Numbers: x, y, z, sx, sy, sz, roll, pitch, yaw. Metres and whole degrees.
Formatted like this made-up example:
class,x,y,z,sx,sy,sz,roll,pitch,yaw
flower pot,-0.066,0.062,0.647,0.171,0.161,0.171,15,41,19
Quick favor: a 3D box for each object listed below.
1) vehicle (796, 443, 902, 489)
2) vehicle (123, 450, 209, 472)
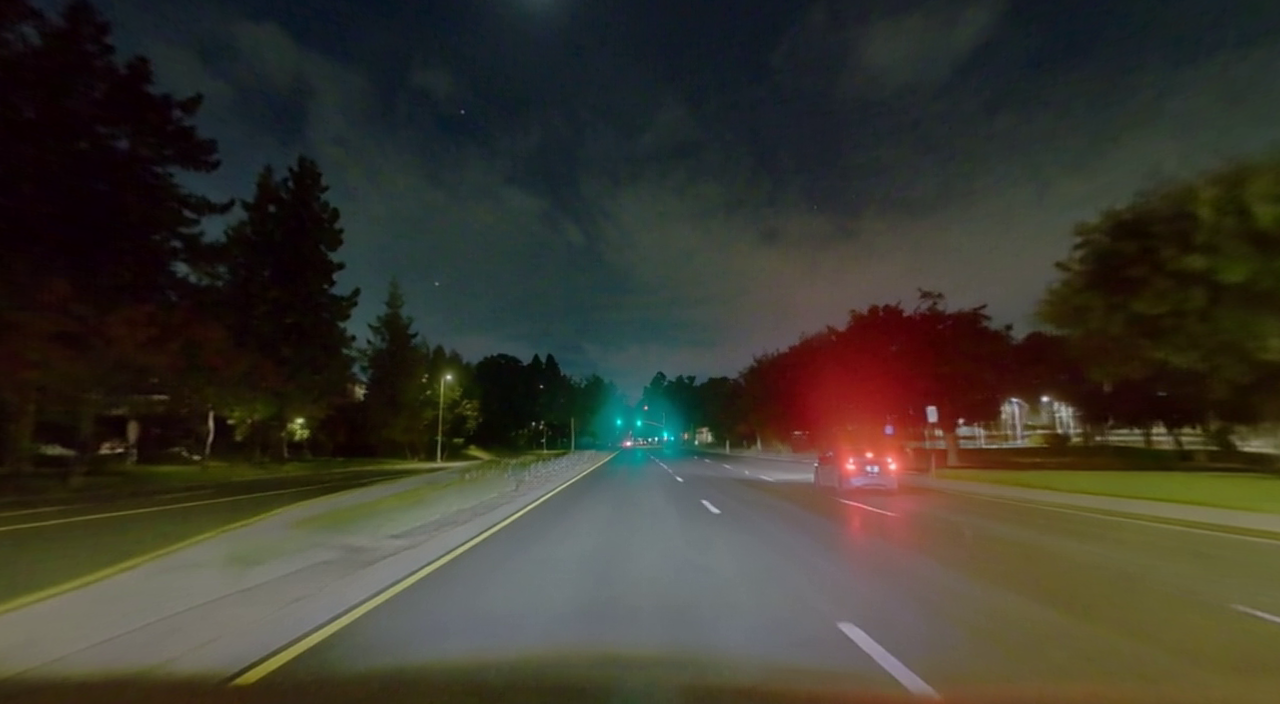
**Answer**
class,x,y,z,sx,sy,sz,roll,pitch,yaw
vehicle,7.068,3.897,21.871,2.054,1.421,4.487,0,-8,-1
vehicle,-31.827,7.305,42.324,4.210,1.442,1.867,0,-8,-1
